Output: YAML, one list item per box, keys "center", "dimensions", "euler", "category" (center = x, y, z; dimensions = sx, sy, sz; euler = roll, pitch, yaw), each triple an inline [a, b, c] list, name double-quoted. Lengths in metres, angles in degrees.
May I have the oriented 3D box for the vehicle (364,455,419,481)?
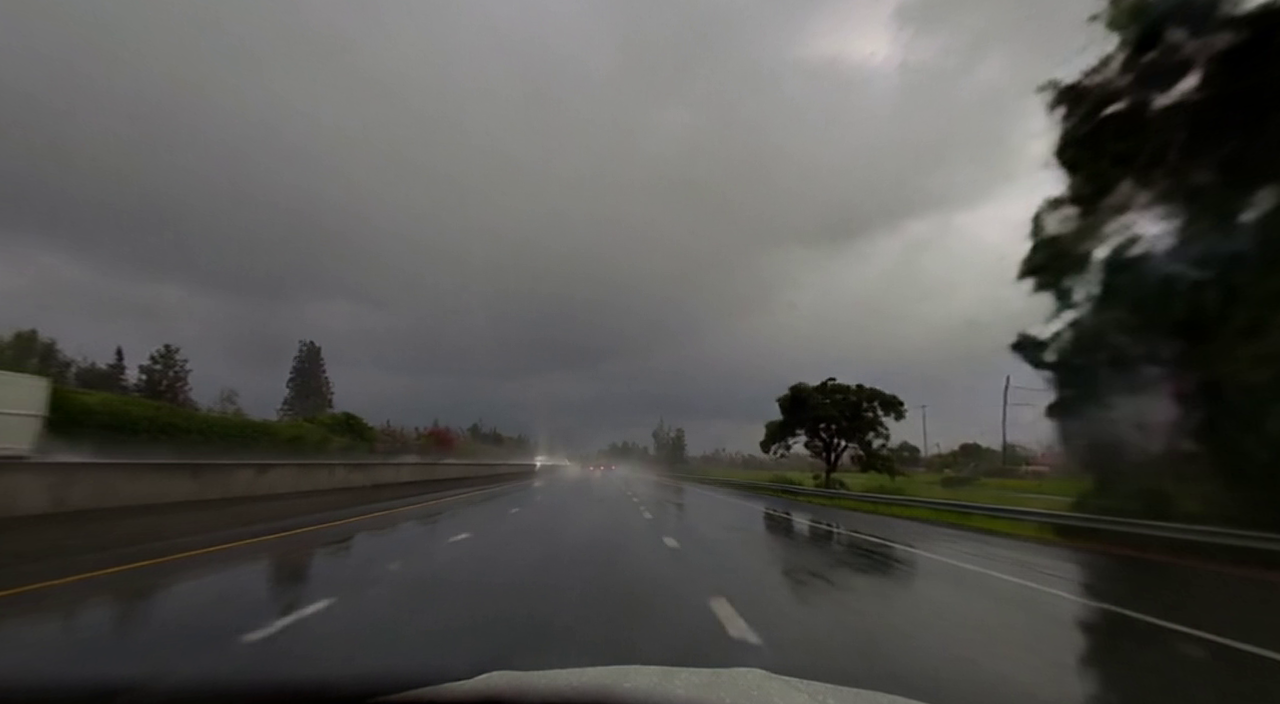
- center: [-15.394, 7.228, 39.330]
  dimensions: [1.841, 1.485, 4.529]
  euler: [1, -10, -3]
  category: "vehicle"
